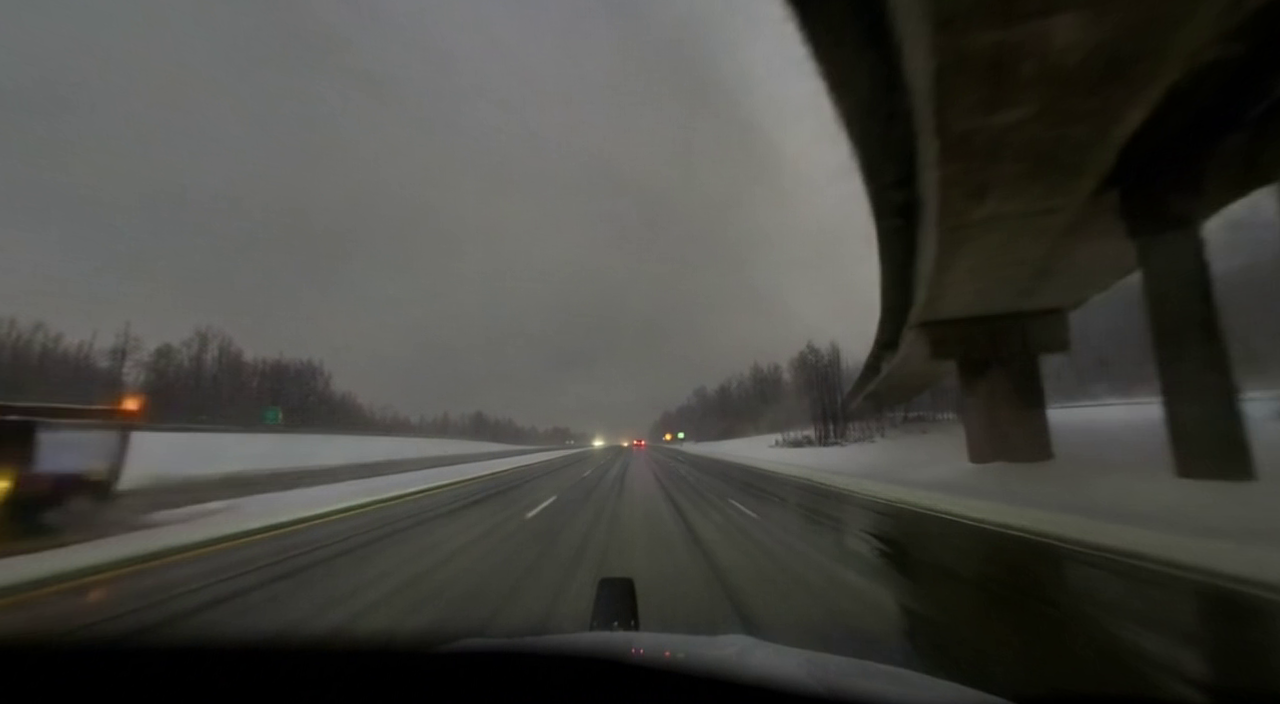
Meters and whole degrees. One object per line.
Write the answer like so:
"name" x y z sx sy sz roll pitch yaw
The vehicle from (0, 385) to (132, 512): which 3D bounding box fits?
"vehicle" -17.206 2.437 15.811 2.858 3.086 7.172 0 -8 -1
